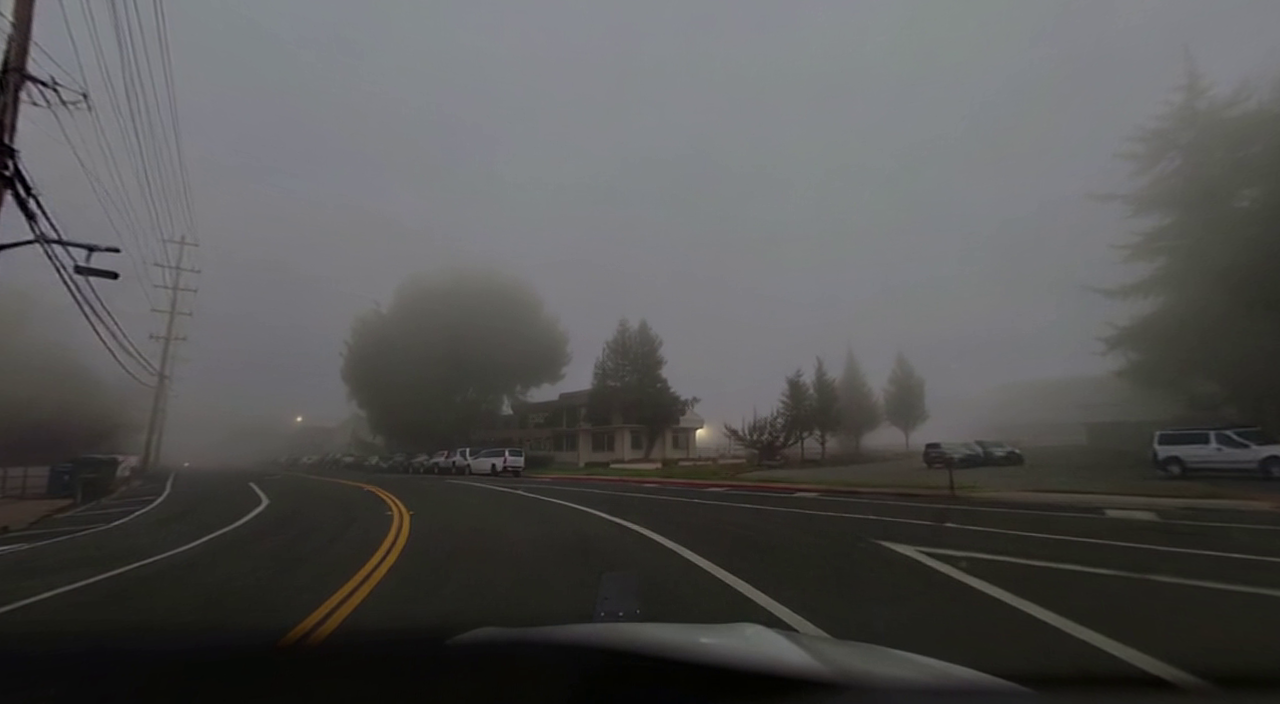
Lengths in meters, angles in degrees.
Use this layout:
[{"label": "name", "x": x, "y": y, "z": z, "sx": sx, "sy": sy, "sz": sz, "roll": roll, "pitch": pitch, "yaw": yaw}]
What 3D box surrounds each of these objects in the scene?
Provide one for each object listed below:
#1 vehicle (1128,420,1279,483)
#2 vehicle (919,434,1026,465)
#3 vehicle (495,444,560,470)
[{"label": "vehicle", "x": 17.898, "y": 2.976, "z": 19.006, "sx": 4.543, "sy": 1.744, "sz": 2.164, "roll": 0, "pitch": -8, "yaw": -3}, {"label": "vehicle", "x": 17.247, "y": 5.071, "z": 32.801, "sx": 4.454, "sy": 1.504, "sz": 1.970, "roll": 0, "pitch": -8, "yaw": -2}, {"label": "vehicle", "x": -7.092, "y": 6.705, "z": 40.397, "sx": 2.074, "sy": 1.526, "sz": 4.853, "roll": -3, "pitch": -9, "yaw": 17}]
